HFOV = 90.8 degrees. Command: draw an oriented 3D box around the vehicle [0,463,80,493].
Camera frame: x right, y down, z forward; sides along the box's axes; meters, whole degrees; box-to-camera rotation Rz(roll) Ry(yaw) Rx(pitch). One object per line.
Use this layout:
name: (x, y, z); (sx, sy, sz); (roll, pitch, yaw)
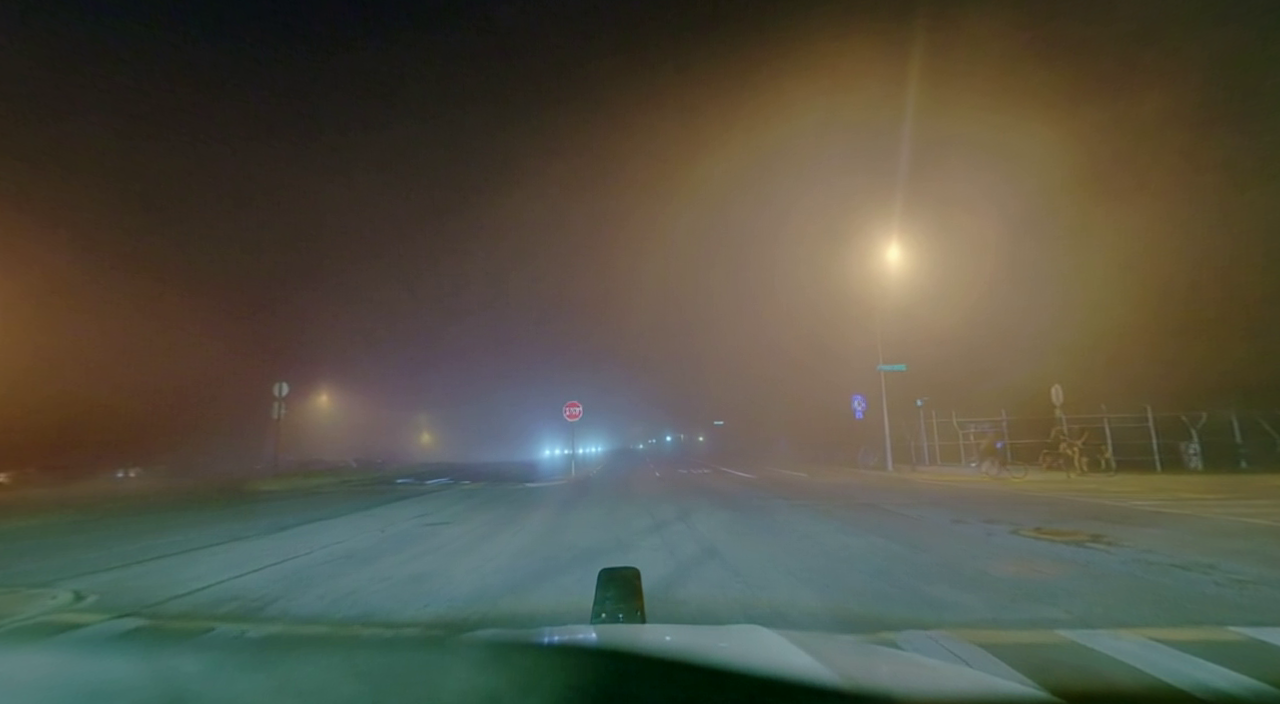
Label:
vehicle: (-34.121, 6.993, 35.037); (4.210, 1.528, 1.932); (0, -8, 0)

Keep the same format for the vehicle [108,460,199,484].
vehicle: (-33.663, 8.295, 43.826); (4.569, 1.558, 1.903); (0, -9, -5)
